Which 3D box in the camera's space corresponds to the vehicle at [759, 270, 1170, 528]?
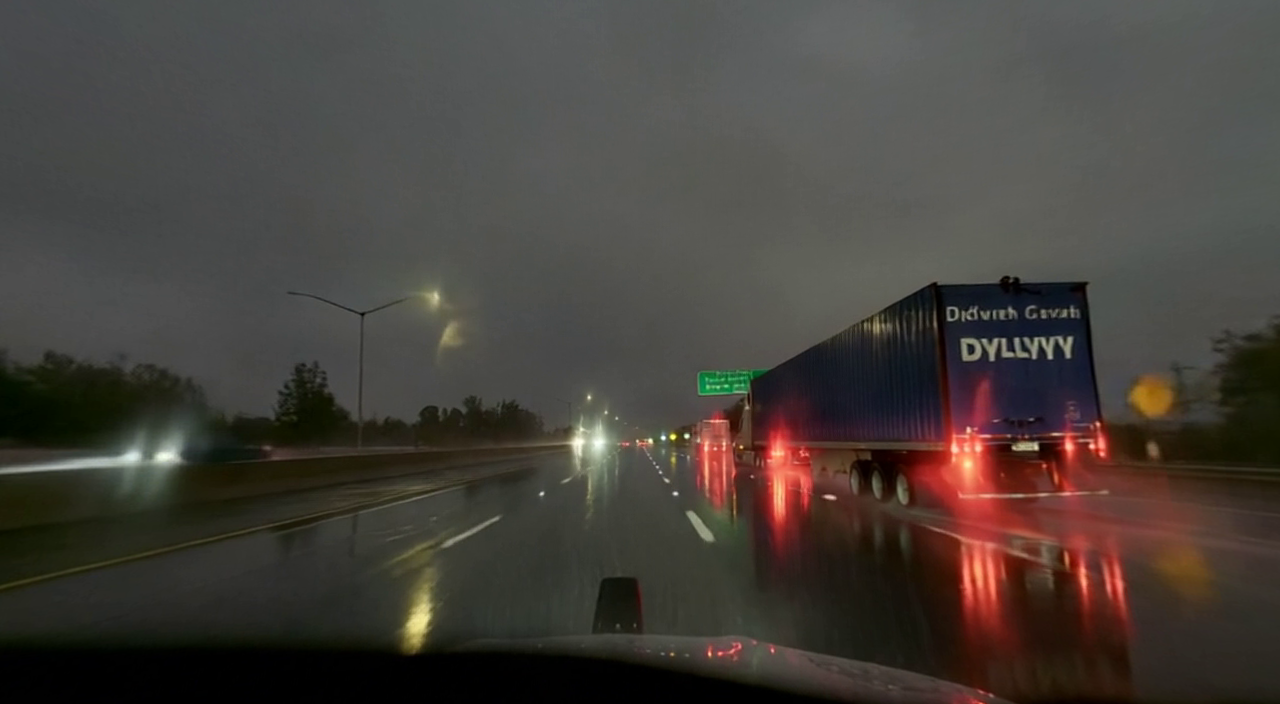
[{"bbox_3d":[6.400,1.842,17.718,2.962,3.947,16.241,0,-8,0],"label":"vehicle"}]
